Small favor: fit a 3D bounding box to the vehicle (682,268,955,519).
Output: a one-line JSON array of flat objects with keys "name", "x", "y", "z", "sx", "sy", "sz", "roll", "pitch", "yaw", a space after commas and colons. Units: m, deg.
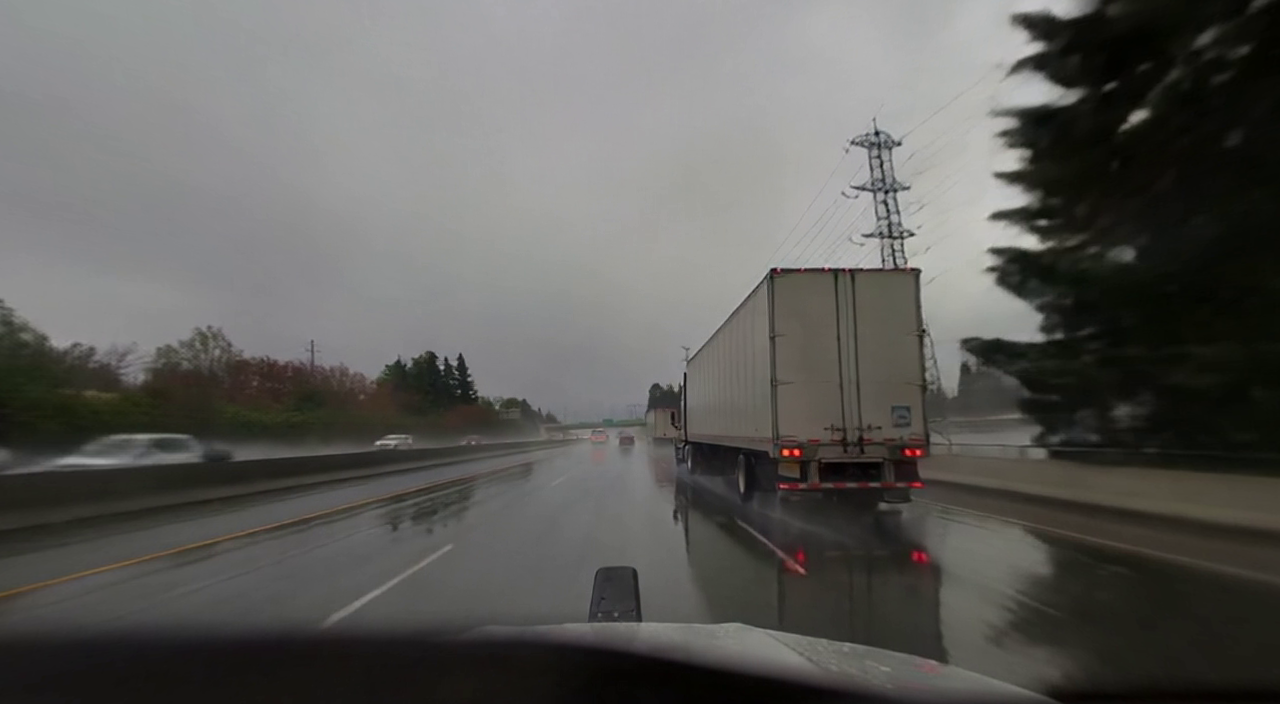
[{"name": "vehicle", "x": 3.326, "y": 1.572, "z": 17.287, "sx": 2.905, "sy": 4.080, "sz": 14.157, "roll": 0, "pitch": -8, "yaw": -2}]
